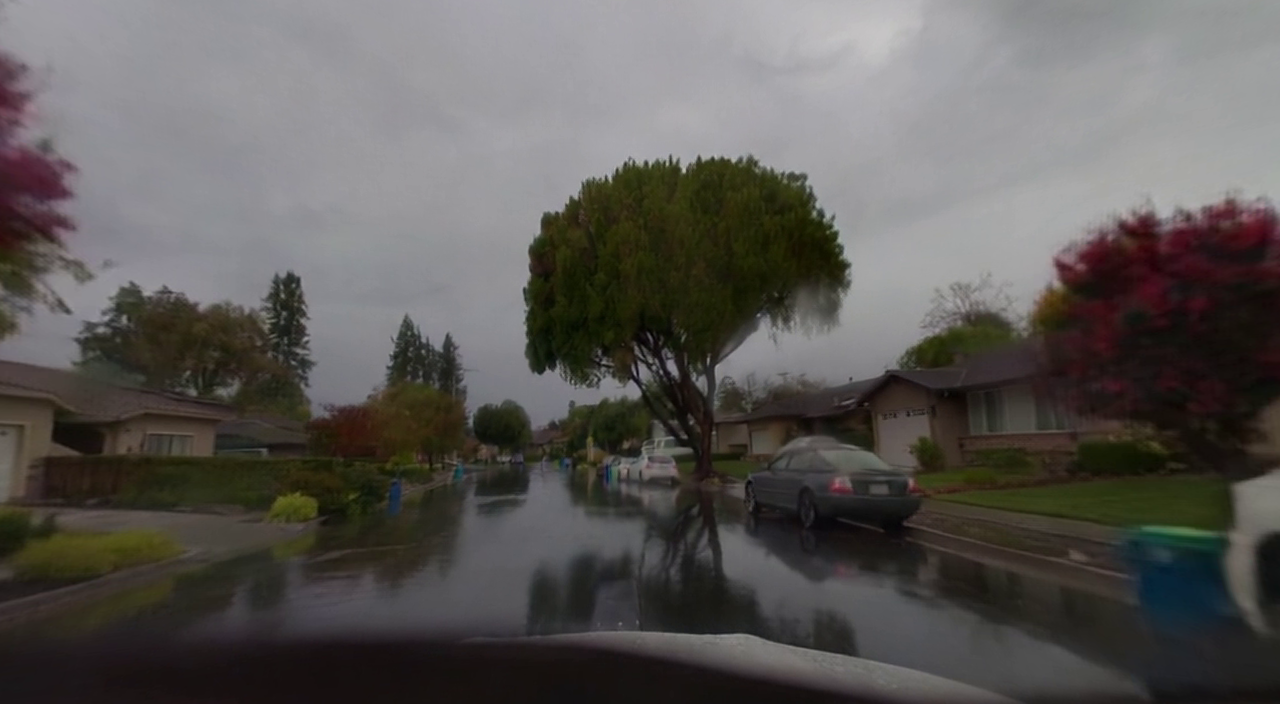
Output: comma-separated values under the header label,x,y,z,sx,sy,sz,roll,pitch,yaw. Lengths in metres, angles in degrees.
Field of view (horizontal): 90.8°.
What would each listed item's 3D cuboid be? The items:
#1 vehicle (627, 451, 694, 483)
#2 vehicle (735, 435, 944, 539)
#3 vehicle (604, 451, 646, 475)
label,x,y,z,sx,sy,sz,roll,pitch,yaw
vehicle,0.964,5.942,33.064,2.193,1.504,4.576,2,-9,-15
vehicle,3.902,2.714,13.562,2.111,1.771,4.942,1,-9,-11
vehicle,-1.092,7.475,42.697,1.915,1.480,4.591,2,-9,-13
